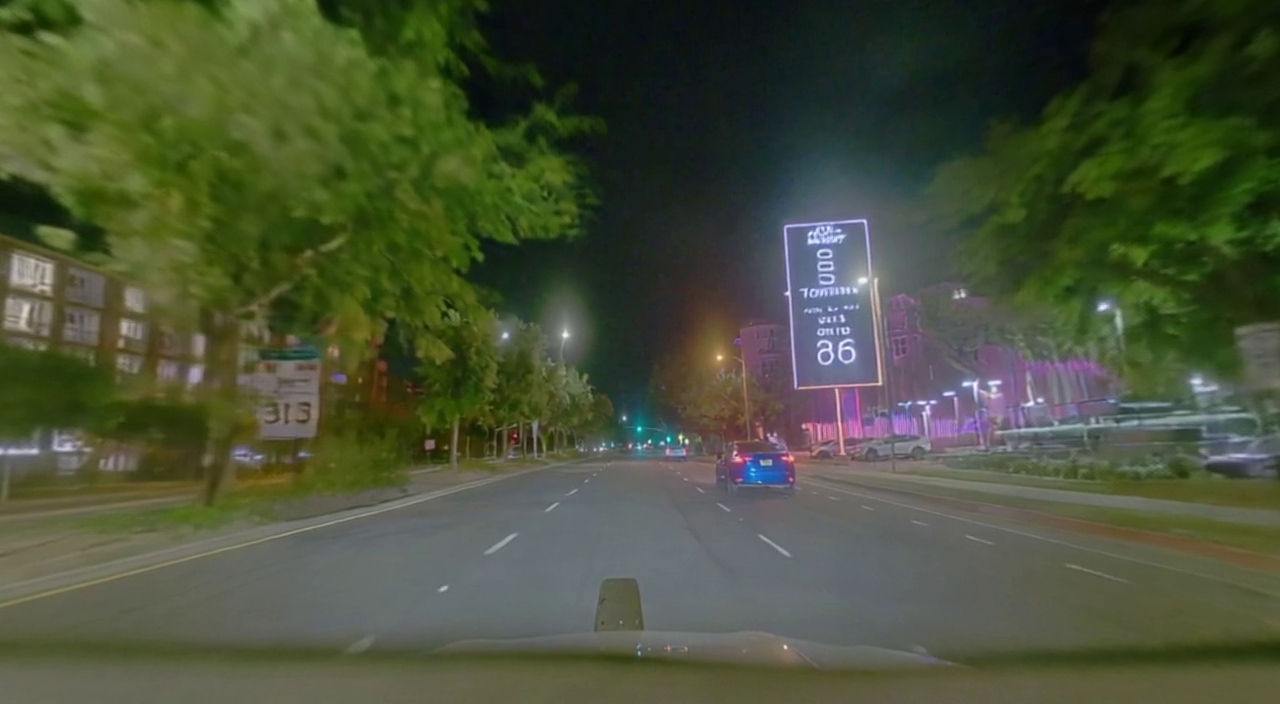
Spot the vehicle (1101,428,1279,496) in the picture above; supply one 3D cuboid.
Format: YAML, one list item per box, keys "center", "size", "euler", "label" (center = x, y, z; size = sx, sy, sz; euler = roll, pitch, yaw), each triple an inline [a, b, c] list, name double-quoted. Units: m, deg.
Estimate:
- center: [15.615, 2.950, 17.178]
  size: [4.404, 1.687, 2.206]
  euler: [0, -8, -2]
  label: "vehicle"

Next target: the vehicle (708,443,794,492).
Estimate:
- center: [3.695, 3.923, 21.931]
  size: [2.033, 1.482, 4.571]
  euler: [0, -8, -2]
  label: "vehicle"

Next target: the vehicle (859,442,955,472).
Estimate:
- center: [15.847, 6.221, 37.669]
  size: [4.684, 1.448, 2.090]
  euler: [-3, -8, -3]
  label: "vehicle"
